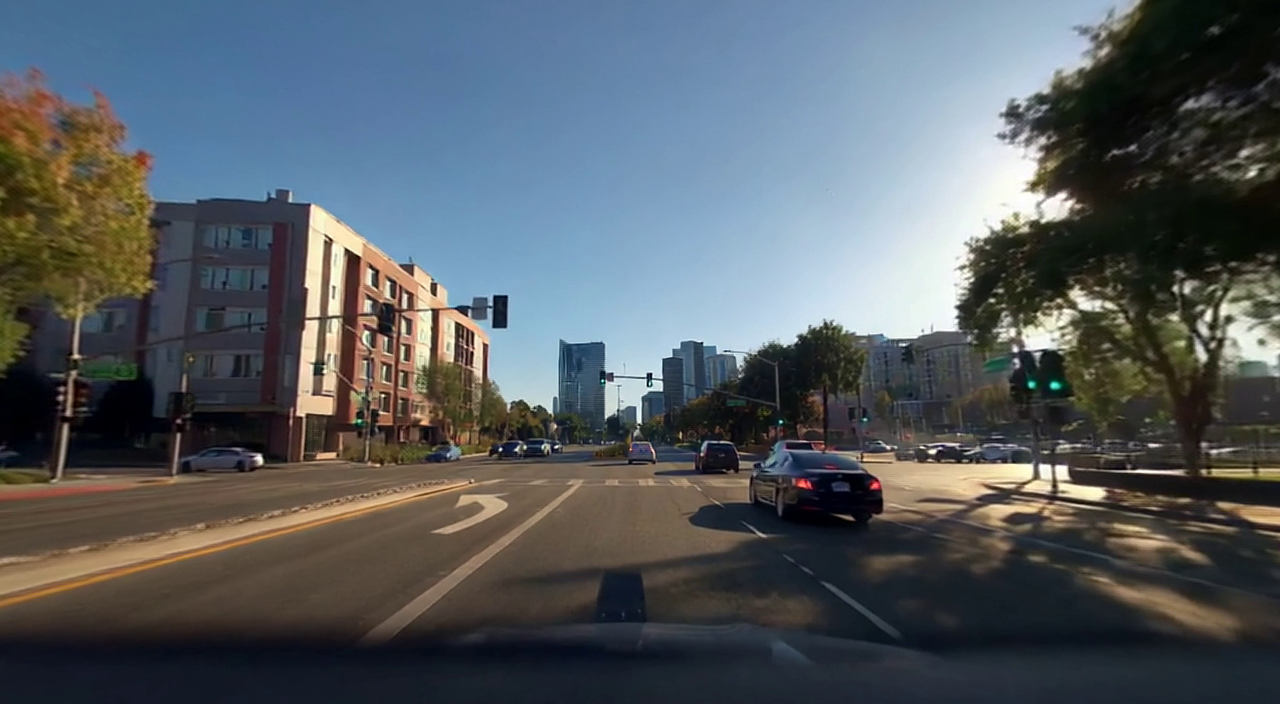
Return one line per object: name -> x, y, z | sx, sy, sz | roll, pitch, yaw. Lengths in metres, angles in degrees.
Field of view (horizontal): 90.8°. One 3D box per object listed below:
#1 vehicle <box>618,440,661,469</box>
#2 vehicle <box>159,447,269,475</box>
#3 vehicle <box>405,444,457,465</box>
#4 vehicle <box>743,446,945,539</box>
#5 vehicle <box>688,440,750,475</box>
vehicle -> -0.036, 5.487, 34.046 | 2.143, 1.480, 4.006 | 0, -8, 0
vehicle -> -23.911, 6.111, 35.592 | 4.751, 1.501, 2.147 | -1, -8, 5
vehicle -> -15.271, 7.477, 46.363 | 2.144, 1.463, 4.701 | 0, -8, 1
vehicle -> 3.306, 2.351, 11.340 | 2.080, 1.321, 4.382 | 0, -8, -1
vehicle -> 3.636, 4.926, 29.849 | 2.226, 1.490, 4.593 | 0, -8, -1
